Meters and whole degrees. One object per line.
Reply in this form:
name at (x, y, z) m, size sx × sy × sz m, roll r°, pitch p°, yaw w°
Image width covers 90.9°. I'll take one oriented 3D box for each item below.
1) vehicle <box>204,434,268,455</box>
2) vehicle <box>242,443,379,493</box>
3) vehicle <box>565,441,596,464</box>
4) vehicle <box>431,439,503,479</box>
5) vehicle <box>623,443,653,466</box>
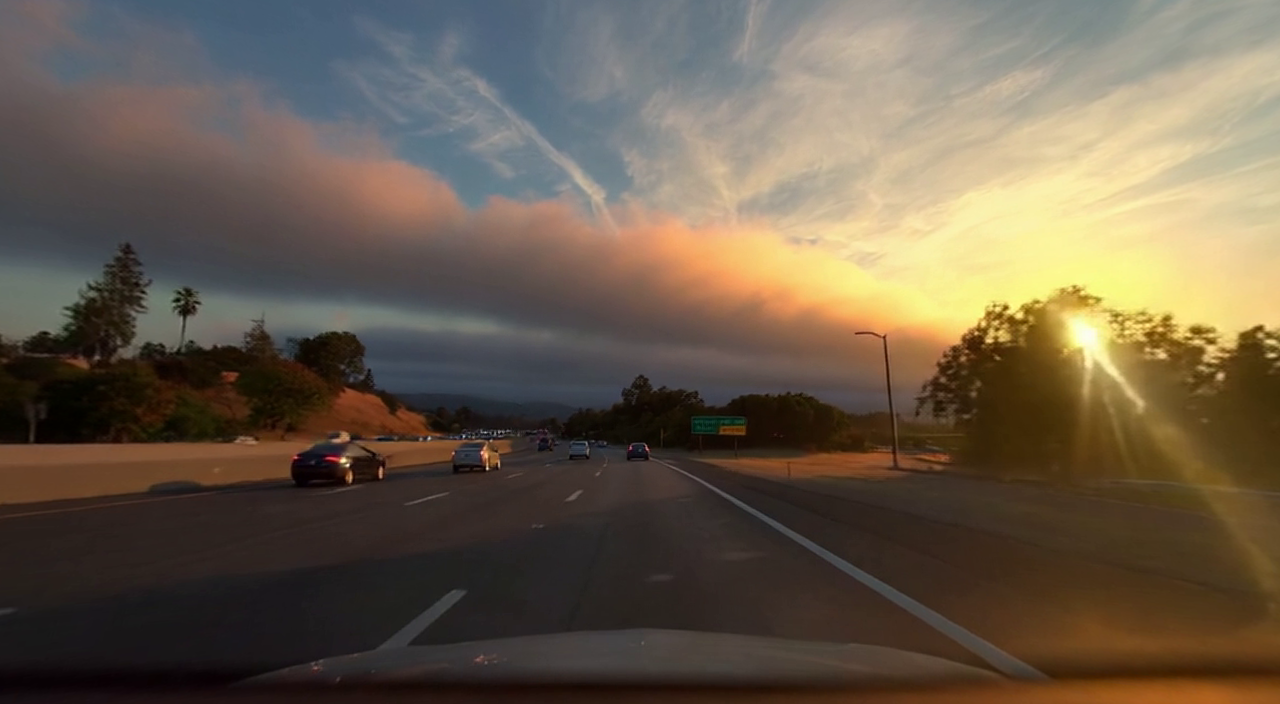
vehicle at (-30.121, 6.929, 47.162) m, size 1.829 × 1.494 × 4.527 m, roll 0°, pitch -8°, yaw -1°
vehicle at (-10.902, 3.835, 21.392) m, size 1.935 × 1.474 × 5.033 m, roll 0°, pitch -8°, yaw 0°
vehicle at (-4.407, 7.543, 47.422) m, size 1.991 × 1.610 × 4.606 m, roll 0°, pitch -8°, yaw -1°
vehicle at (-7.548, 4.687, 27.917) m, size 2.086 × 1.628 × 4.039 m, roll 0°, pitch -8°, yaw -1°
vehicle at (-0.157, 6.682, 41.250) m, size 1.881 × 1.460 × 3.694 m, roll 0°, pitch -8°, yaw -2°
